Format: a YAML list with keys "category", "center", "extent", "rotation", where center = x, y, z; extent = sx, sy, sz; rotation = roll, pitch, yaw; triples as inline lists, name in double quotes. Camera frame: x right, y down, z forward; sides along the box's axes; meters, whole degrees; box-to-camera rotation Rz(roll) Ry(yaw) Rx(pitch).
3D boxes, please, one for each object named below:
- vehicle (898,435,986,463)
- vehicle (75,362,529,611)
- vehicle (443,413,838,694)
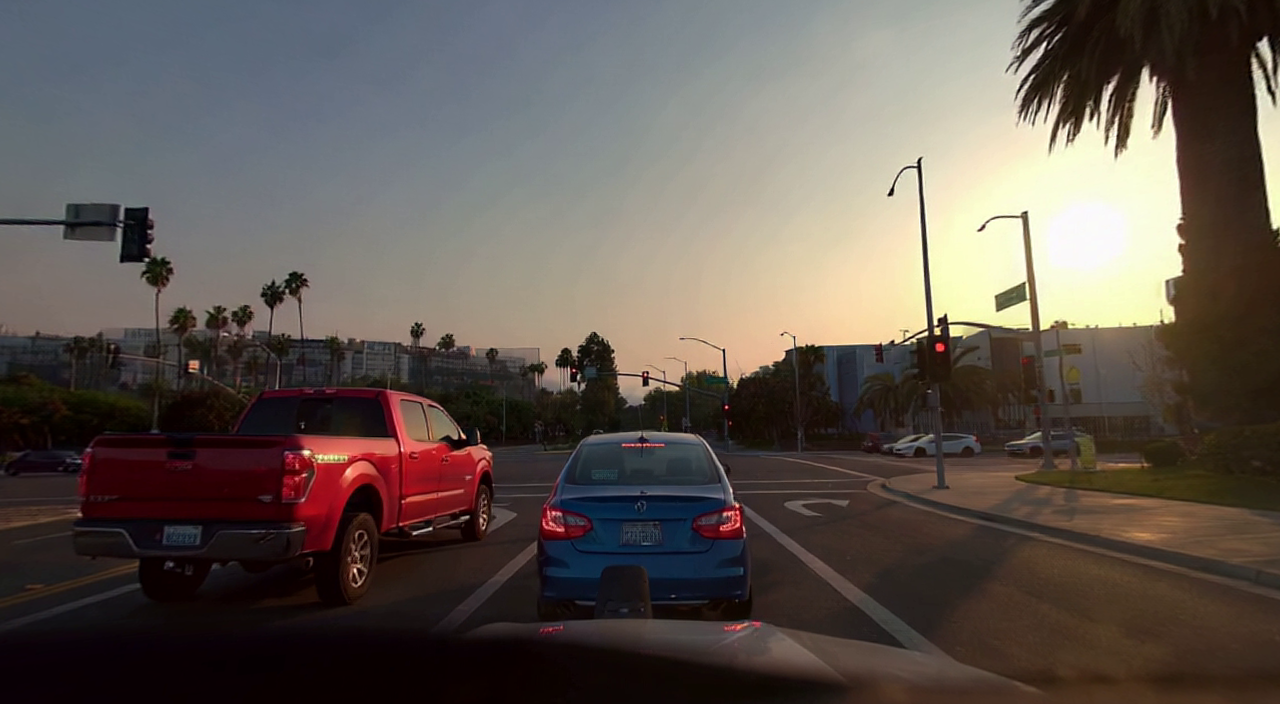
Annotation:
- category: "vehicle"
  center: [18.809, 6.076, 39.301]
  extent: [4.466, 1.717, 1.963]
  rotation: [0, -8, 2]
- category: "vehicle"
  center: [-3.230, 1.480, 7.909]
  extent: [2.330, 1.969, 5.626]
  rotation: [-1, -8, 3]
- category: "vehicle"
  center: [0.035, 1.396, 5.536]
  extent: [2.122, 1.501, 4.152]
  rotation: [0, -8, 1]
